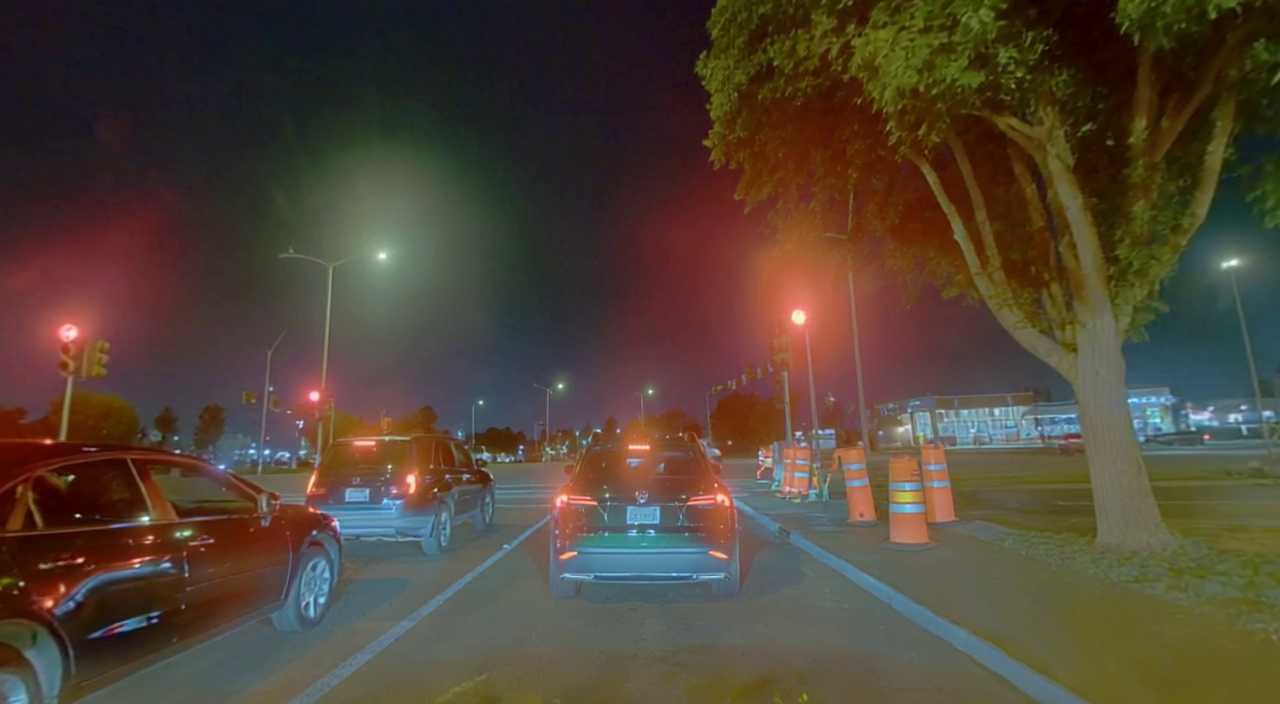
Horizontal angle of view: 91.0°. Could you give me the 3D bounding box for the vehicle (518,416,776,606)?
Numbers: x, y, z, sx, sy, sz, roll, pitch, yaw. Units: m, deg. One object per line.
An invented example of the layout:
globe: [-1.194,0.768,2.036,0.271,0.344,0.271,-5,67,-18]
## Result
vehicle: [0.097,1.620,7.218,2.167,1.560,3.676,0,-9,1]

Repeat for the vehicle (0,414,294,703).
vehicle: [-3.594,0.942,2.152,2.064,1.497,4.722,0,-9,1]

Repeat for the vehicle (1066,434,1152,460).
vehicle: [30.374,6.162,40.878,4.051,1.583,1.794,0,-9,1]

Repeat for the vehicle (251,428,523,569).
vehicle: [-3.283,1.998,9.445,1.989,1.541,4.626,0,-9,2]
